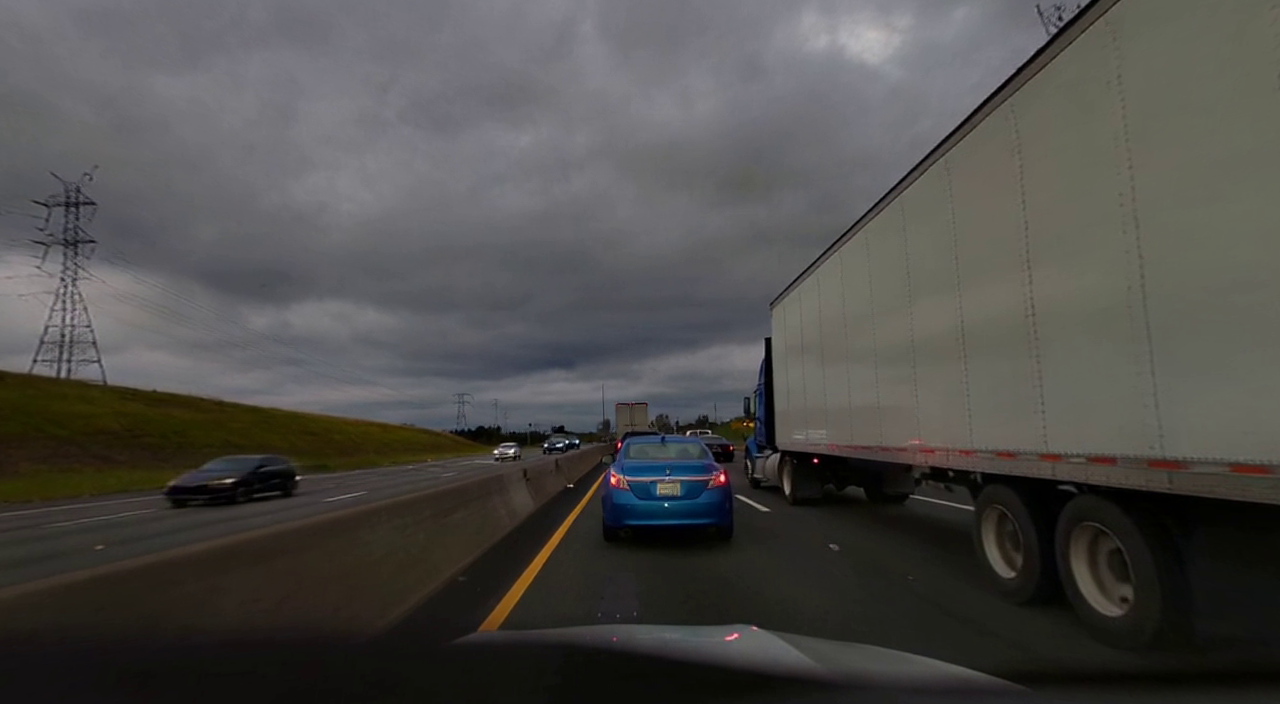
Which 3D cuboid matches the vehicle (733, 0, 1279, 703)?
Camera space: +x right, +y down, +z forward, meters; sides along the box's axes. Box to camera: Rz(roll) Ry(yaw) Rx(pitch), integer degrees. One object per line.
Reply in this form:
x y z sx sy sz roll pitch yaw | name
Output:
4.204 0.494 8.868 3.138 4.065 14.276 0 -8 -2 | vehicle

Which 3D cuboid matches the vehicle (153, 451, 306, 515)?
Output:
-11.688 3.704 18.285 1.856 1.559 3.844 -1 -8 0 | vehicle

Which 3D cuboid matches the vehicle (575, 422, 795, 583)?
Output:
0.341 1.651 7.700 2.045 1.446 3.597 0 -8 -2 | vehicle
